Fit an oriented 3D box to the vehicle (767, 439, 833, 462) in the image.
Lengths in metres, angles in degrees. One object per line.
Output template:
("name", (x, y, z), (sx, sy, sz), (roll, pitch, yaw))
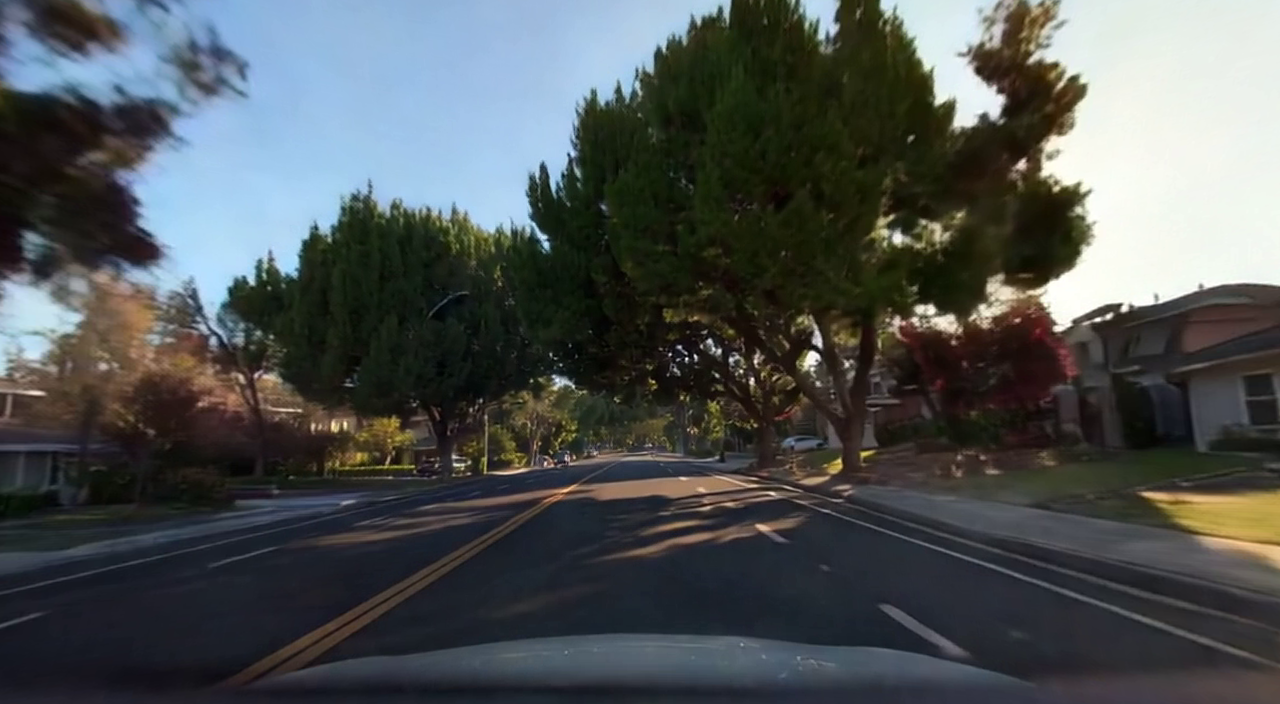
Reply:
("vehicle", (11.991, 7.370, 47.441), (4.392, 1.685, 1.959), (1, -8, -4))
